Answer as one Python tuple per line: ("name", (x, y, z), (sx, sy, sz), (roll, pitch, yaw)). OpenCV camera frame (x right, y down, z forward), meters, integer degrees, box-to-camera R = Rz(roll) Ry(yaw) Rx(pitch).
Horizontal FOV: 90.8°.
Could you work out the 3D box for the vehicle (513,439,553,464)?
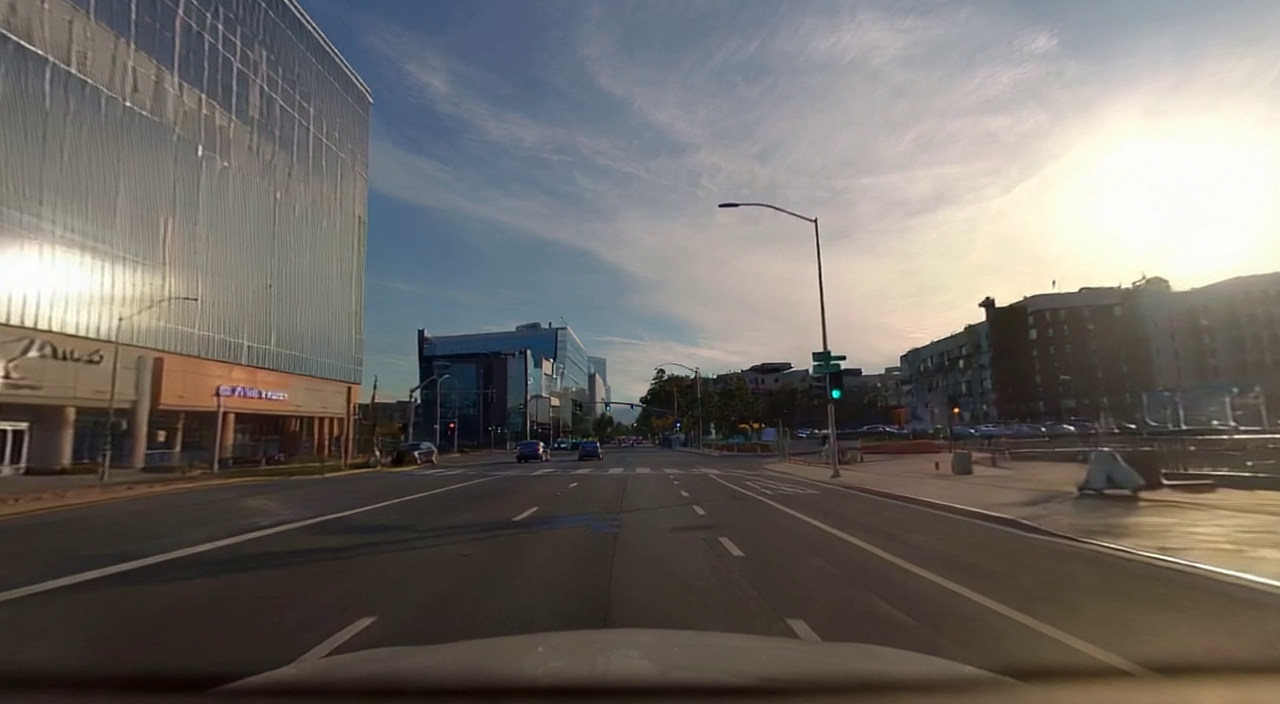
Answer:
("vehicle", (-7.202, 6.778, 43.066), (1.909, 1.605, 4.561), (0, -9, 0))
